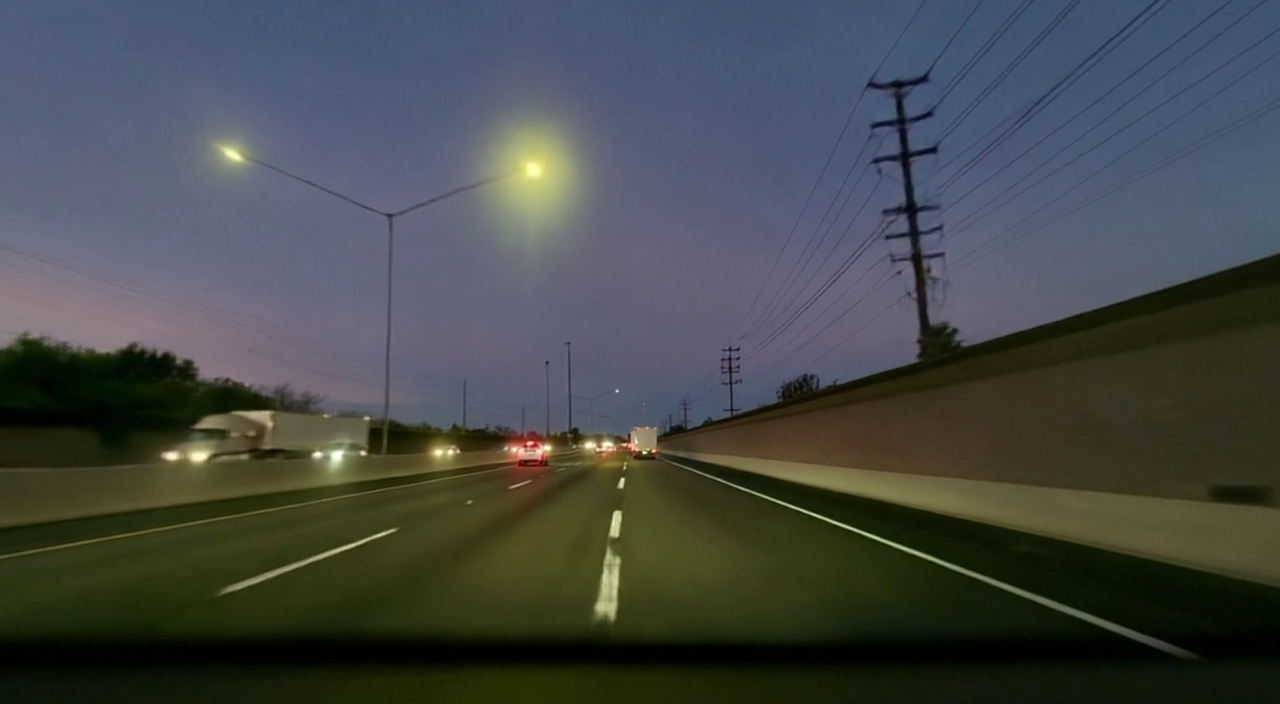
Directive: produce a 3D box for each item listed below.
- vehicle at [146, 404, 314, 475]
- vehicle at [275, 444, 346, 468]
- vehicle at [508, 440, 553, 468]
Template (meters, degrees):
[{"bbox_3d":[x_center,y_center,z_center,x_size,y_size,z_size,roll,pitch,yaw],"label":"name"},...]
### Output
[{"bbox_3d":[-25.997,5.740,41.231,3.172,3.908,11.933,1,-8,-2],"label":"vehicle"},{"bbox_3d":[-21.722,6.849,41.836,2.134,1.490,4.854,0,-8,-1],"label":"vehicle"},{"bbox_3d":[-6.813,6.379,39.574,2.064,1.642,4.389,0,-8,0],"label":"vehicle"}]
